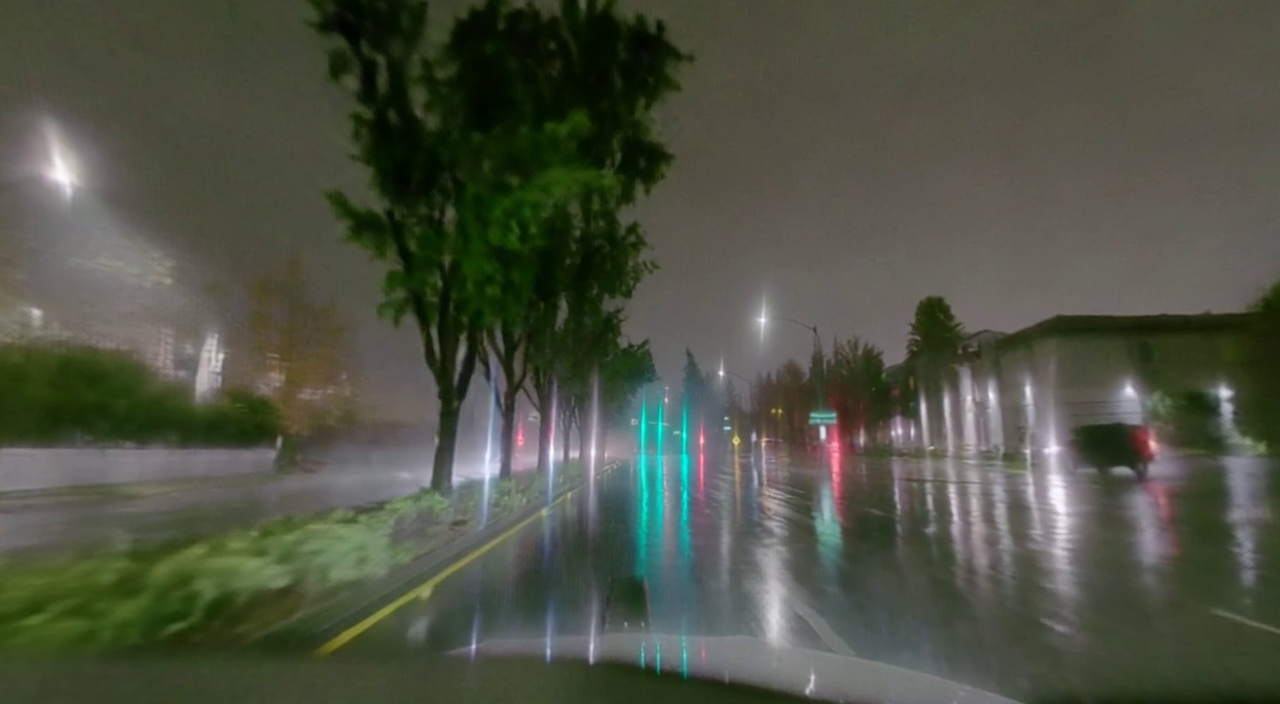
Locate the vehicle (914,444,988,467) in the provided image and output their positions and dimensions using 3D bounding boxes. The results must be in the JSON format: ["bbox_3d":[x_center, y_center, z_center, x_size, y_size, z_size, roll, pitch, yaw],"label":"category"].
[{"bbox_3d":[21.748,7.242,44.192,4.176,1.490,1.871,0,-8,-2],"label":"vehicle"}]

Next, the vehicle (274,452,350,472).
[{"bbox_3d":[-25.064,8.381,48.262,4.663,1.464,1.906,0,-8,-1],"label":"vehicle"}]

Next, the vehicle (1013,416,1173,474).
[{"bbox_3d":[21.732,4.491,30.512,5.506,2.643,2.681,-1,-8,3],"label":"vehicle"}]
